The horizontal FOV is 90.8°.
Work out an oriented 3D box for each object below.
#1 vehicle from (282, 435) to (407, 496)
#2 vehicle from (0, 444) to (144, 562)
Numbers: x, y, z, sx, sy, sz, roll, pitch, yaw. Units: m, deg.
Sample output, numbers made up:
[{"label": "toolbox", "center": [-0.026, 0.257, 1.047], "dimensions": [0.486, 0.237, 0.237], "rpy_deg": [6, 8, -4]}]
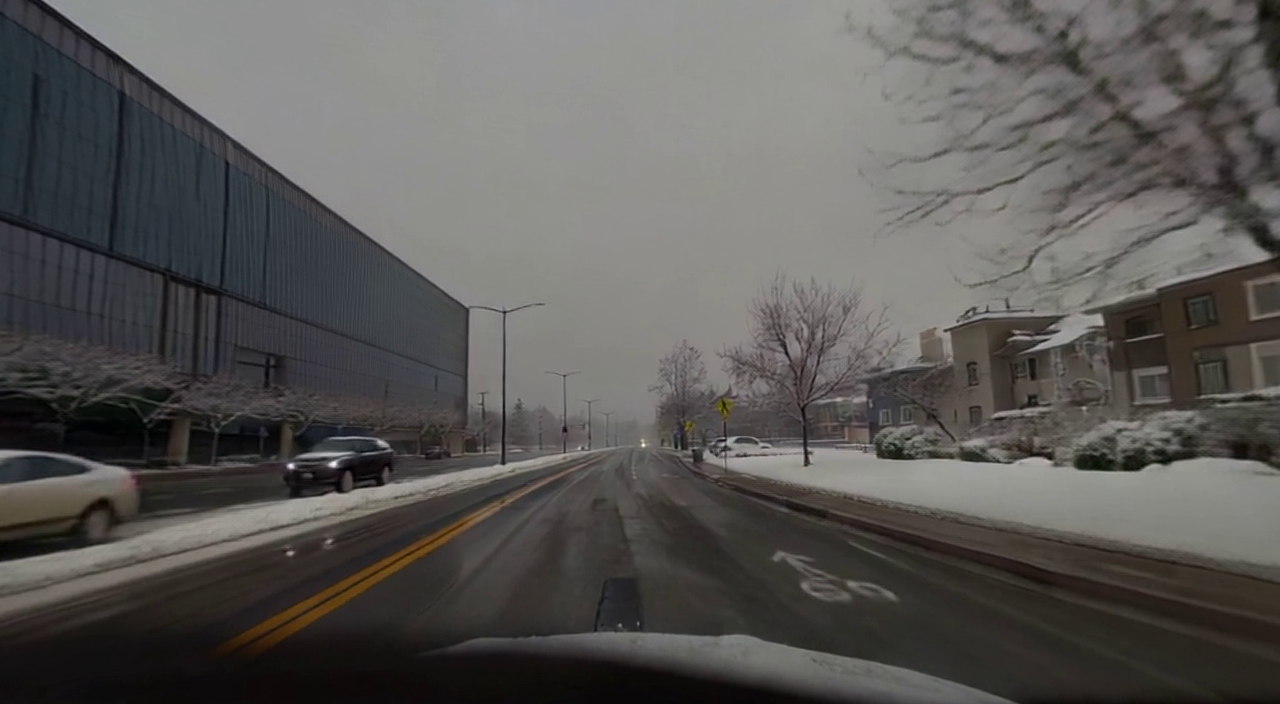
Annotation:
[{"label": "vehicle", "center": [-9.558, 3.685, 20.915], "dimensions": [1.988, 1.755, 4.568], "rpy_deg": [1, -8, -2]}, {"label": "vehicle", "center": [-9.179, 1.931, 8.072], "dimensions": [1.983, 1.486, 4.707], "rpy_deg": [1, -8, -2]}]
